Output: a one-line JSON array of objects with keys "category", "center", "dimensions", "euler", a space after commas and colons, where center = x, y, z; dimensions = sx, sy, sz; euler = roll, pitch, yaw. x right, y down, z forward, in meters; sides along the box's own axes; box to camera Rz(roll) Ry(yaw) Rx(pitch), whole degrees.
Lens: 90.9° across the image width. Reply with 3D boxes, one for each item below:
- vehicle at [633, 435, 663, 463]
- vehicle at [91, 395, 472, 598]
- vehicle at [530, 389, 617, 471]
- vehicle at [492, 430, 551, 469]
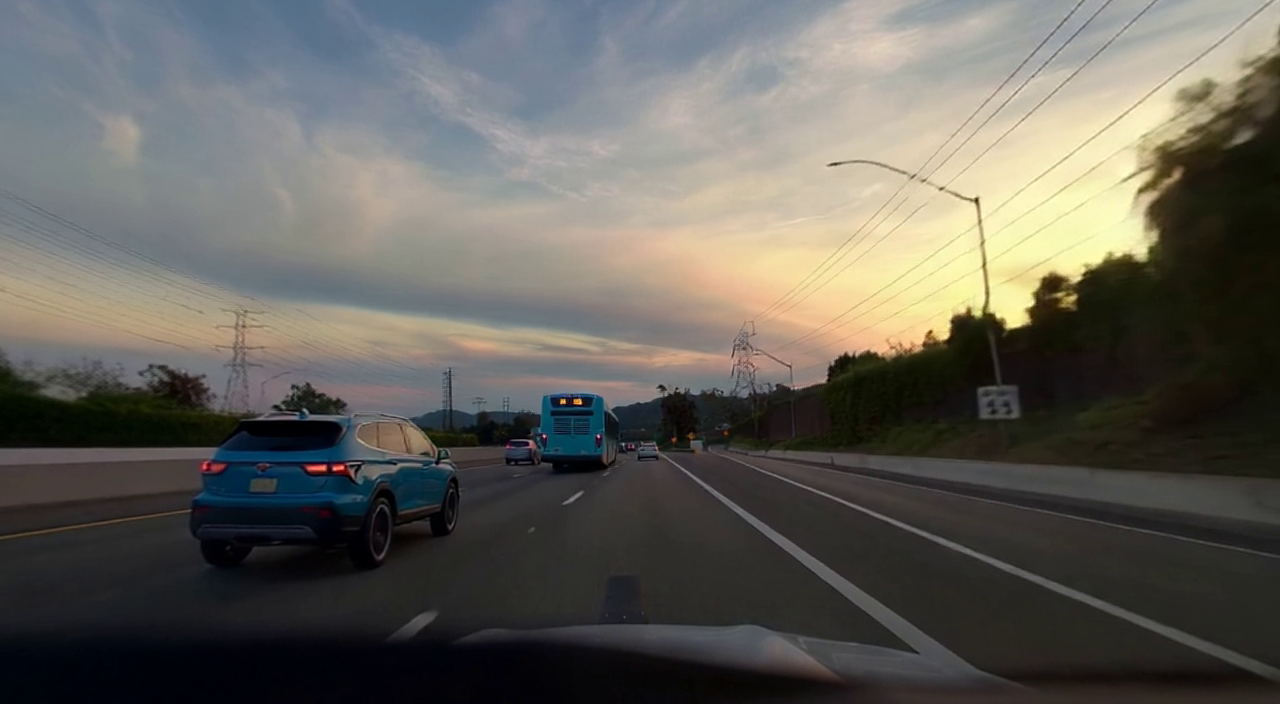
[{"category": "vehicle", "center": [0.592, 7.208, 46.900], "dimensions": [2.083, 2.001, 4.782], "euler": [0, -9, 0]}, {"category": "vehicle", "center": [-3.662, 1.556, 7.603], "dimensions": [2.021, 1.730, 4.223], "euler": [0, -9, 1]}, {"category": "vehicle", "center": [-3.308, 4.542, 35.264], "dimensions": [3.382, 3.712, 11.766], "euler": [1, -9, 1]}, {"category": "vehicle", "center": [-6.920, 5.843, 37.739], "dimensions": [2.282, 2.116, 6.030], "euler": [0, -9, 1]}]
